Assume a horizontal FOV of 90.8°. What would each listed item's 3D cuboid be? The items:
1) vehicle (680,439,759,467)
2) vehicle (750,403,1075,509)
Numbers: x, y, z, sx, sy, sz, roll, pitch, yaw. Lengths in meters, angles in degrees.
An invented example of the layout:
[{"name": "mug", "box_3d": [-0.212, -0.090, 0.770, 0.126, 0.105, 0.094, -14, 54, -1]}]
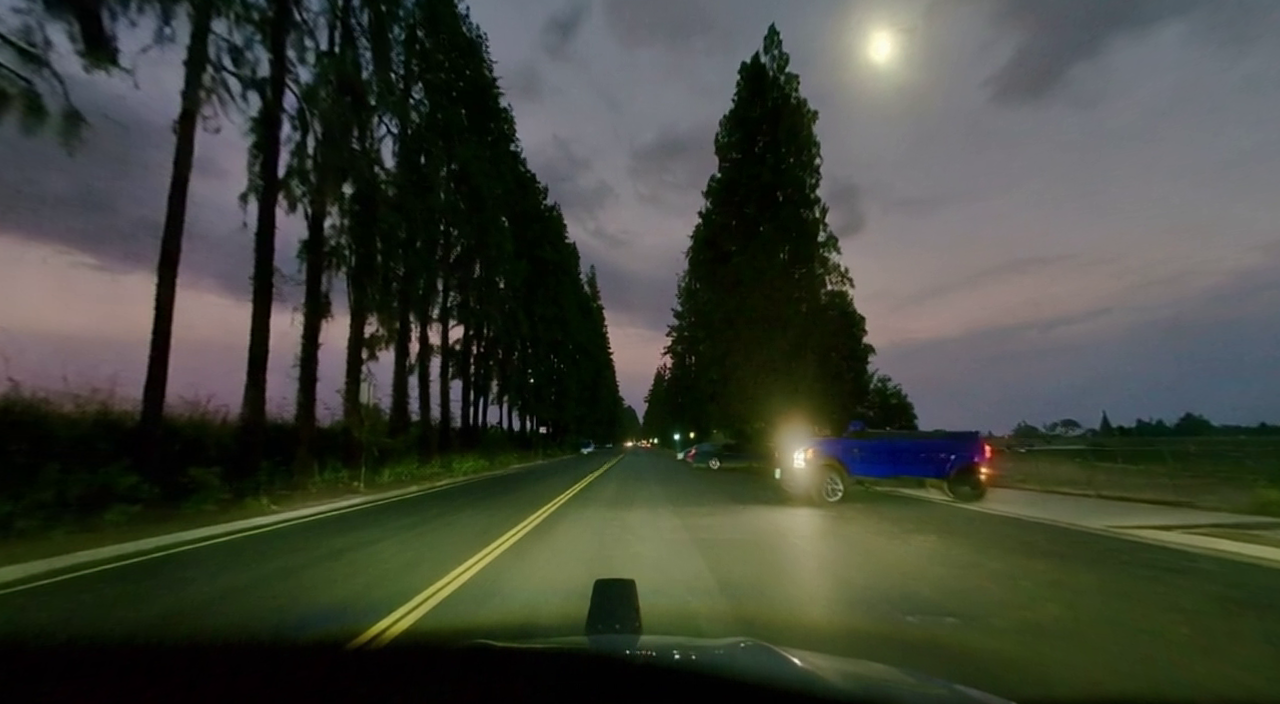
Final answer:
[{"name": "vehicle", "box_3d": [5.124, 6.571, 41.162, 4.791, 1.706, 1.963, 1, -8, -5]}, {"name": "vehicle", "box_3d": [6.316, 2.495, 15.460, 6.645, 2.298, 2.763, 0, -8, -3]}]
